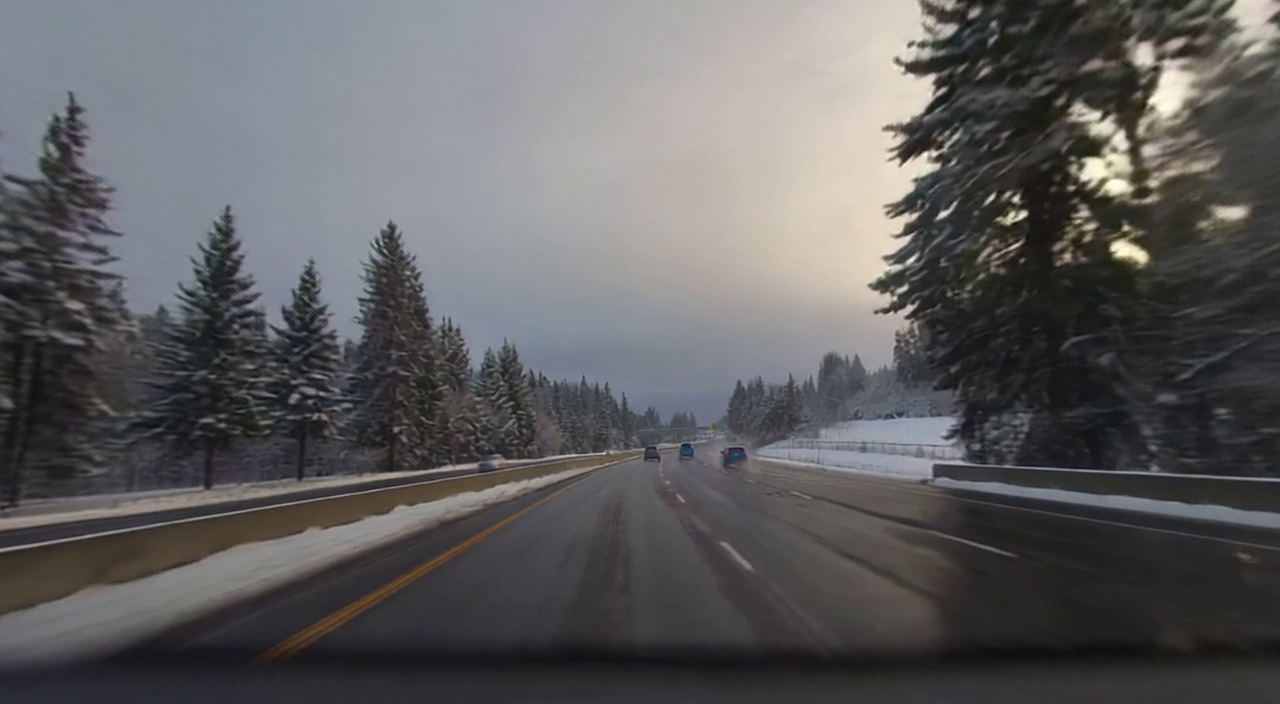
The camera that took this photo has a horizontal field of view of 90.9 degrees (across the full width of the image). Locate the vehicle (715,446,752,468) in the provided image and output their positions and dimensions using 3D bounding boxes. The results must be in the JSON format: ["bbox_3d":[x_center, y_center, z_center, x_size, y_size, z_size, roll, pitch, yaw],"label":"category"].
[{"bbox_3d":[7.145,8.049,48.522,2.175,1.574,3.943,0,-9,0],"label":"vehicle"}]
